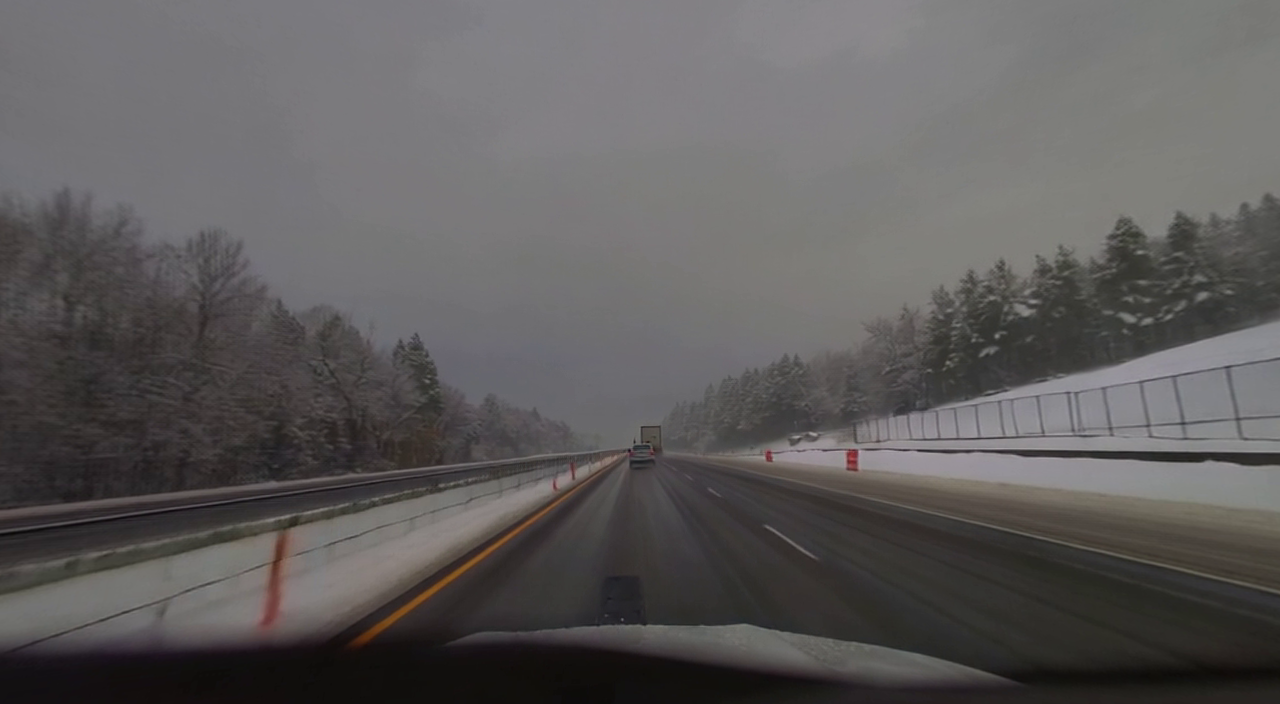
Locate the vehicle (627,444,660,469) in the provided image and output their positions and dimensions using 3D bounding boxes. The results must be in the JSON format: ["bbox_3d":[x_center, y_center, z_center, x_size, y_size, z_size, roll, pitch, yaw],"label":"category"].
[{"bbox_3d":[0.220,6.906,41.784,2.065,1.573,3.734,0,-9,-1],"label":"vehicle"}]
